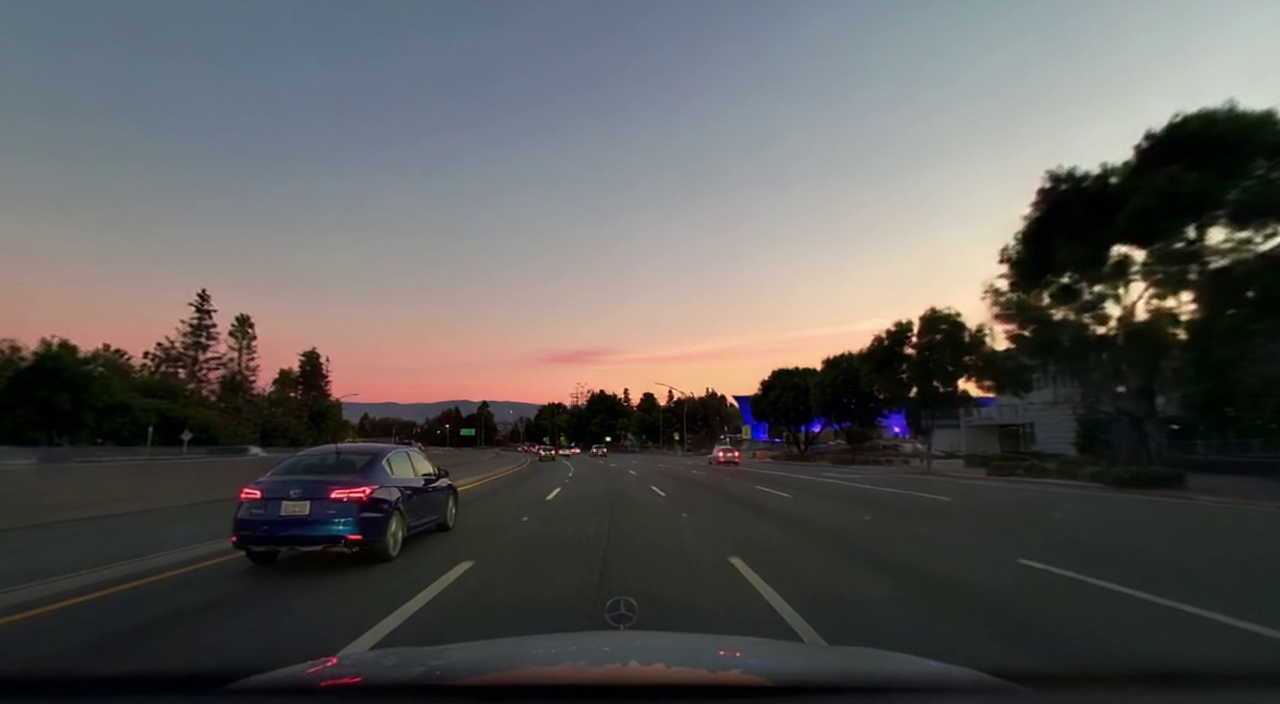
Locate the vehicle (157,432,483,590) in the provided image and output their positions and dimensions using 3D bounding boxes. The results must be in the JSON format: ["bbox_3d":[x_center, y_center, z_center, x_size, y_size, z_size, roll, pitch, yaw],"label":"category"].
[{"bbox_3d":[-3.591,1.837,8.257,2.018,1.476,4.364,0,-8,-1],"label":"vehicle"}]

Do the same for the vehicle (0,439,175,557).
[{"bbox_3d":[-9.413,1.997,8.872,2.231,1.520,4.722,0,-8,-1],"label":"vehicle"}]
